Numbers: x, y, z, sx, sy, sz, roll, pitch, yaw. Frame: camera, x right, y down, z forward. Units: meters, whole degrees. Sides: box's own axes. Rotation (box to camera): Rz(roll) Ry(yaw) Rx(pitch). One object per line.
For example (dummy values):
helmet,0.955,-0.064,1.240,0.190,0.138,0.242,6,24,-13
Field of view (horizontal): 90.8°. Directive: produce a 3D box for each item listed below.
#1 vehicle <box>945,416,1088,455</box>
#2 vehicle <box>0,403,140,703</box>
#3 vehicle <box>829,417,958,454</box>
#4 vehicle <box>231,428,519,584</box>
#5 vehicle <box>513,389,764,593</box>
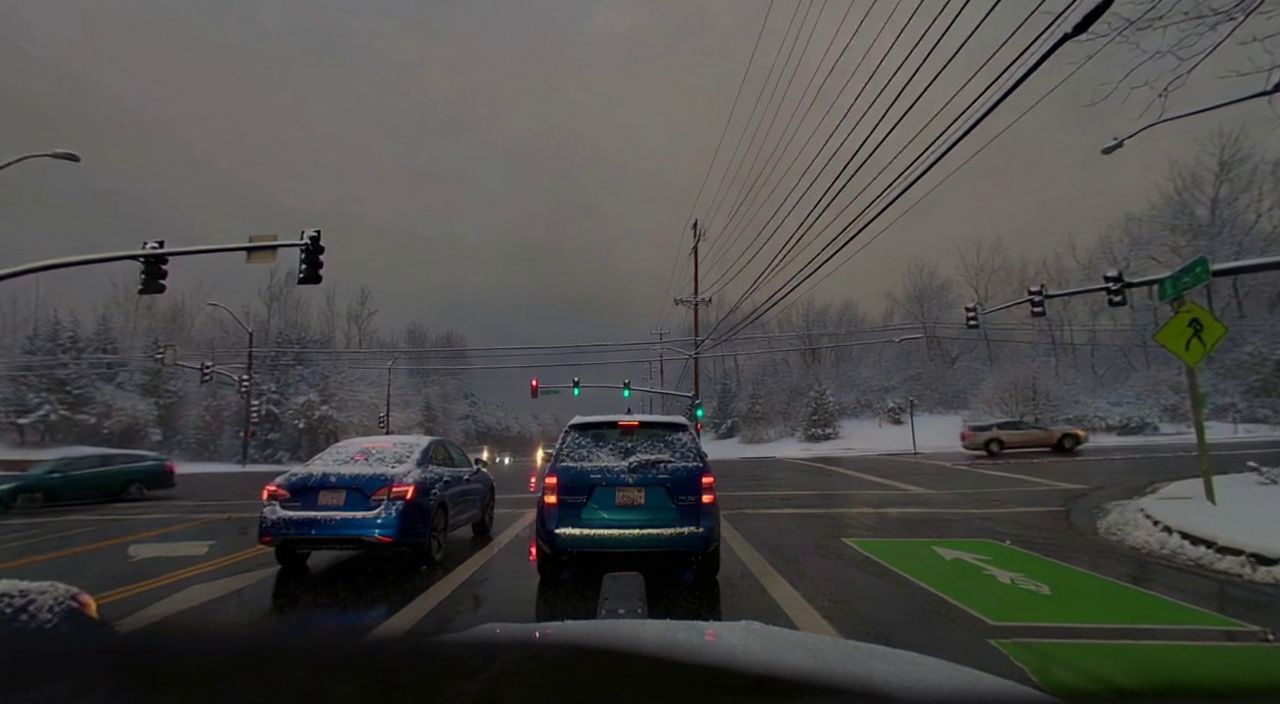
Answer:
vehicle,16.693,3.750,28.250,4.977,1.648,2.088,-1,-8,5
vehicle,-3.348,0.662,0.446,1.928,1.488,4.936,0,-8,0
vehicle,13.844,4.609,34.842,6.143,1.944,2.229,-1,-8,5
vehicle,-2.926,1.762,8.004,1.969,1.486,3.702,0,-8,1
vehicle,-0.049,1.510,7.618,2.182,1.773,4.041,0,-8,-1
